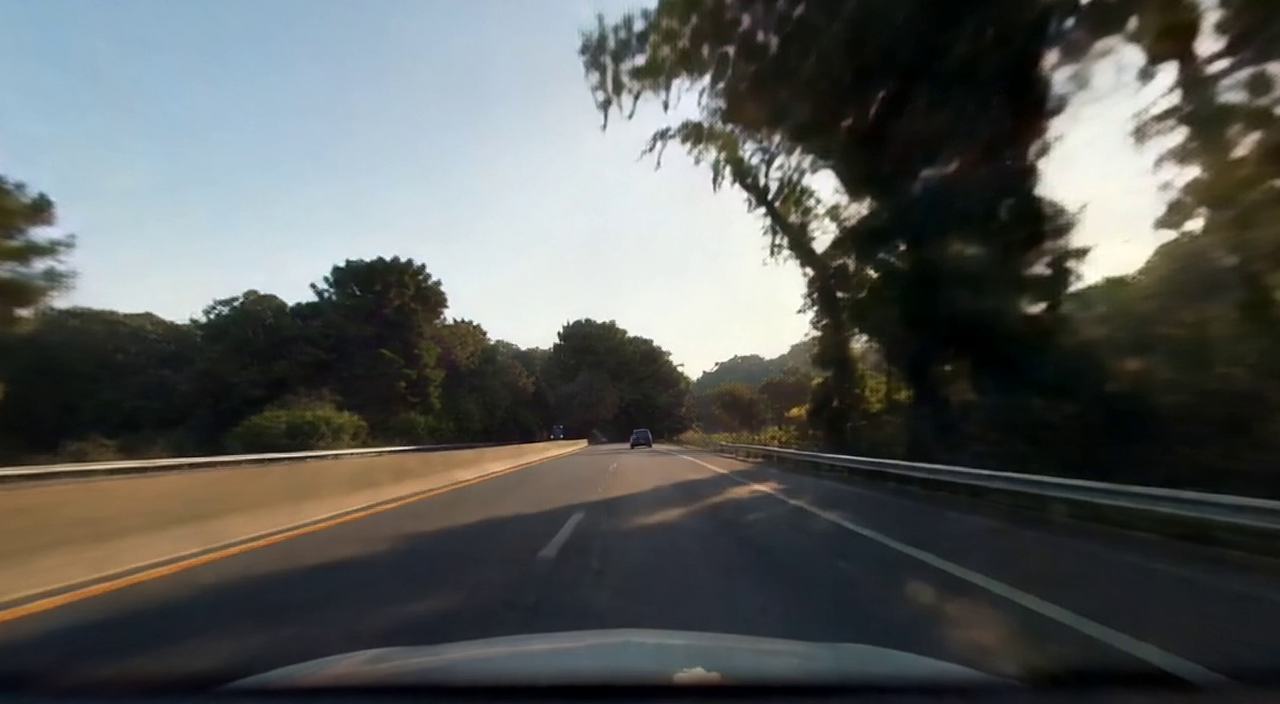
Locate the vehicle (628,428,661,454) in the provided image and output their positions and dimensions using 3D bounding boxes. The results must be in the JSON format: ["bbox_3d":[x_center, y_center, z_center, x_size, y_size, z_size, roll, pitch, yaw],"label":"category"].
[{"bbox_3d":[0.257,6.549,46.669,2.240,1.801,4.545,0,-8,-2],"label":"vehicle"}]
